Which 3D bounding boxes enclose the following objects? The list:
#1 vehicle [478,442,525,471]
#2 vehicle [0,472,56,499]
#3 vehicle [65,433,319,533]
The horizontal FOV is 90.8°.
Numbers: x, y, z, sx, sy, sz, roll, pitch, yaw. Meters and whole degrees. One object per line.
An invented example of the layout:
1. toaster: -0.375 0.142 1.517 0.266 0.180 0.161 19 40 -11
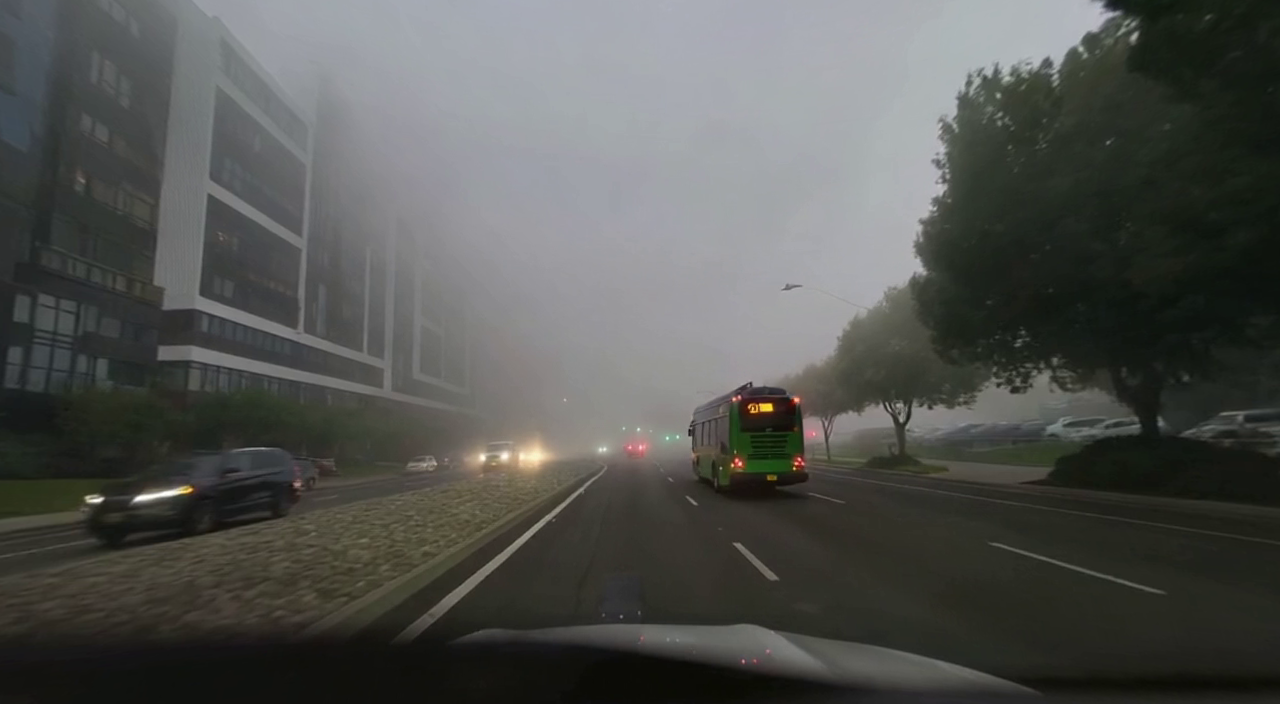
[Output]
1. vehicle: -9.126 6.945 42.079 2.002 1.780 4.687 0 -9 1
2. vehicle: -48.511 10.293 48.871 1.899 1.841 4.900 0 -8 0
3. vehicle: -8.975 2.632 13.334 1.995 1.706 4.572 0 -9 0
